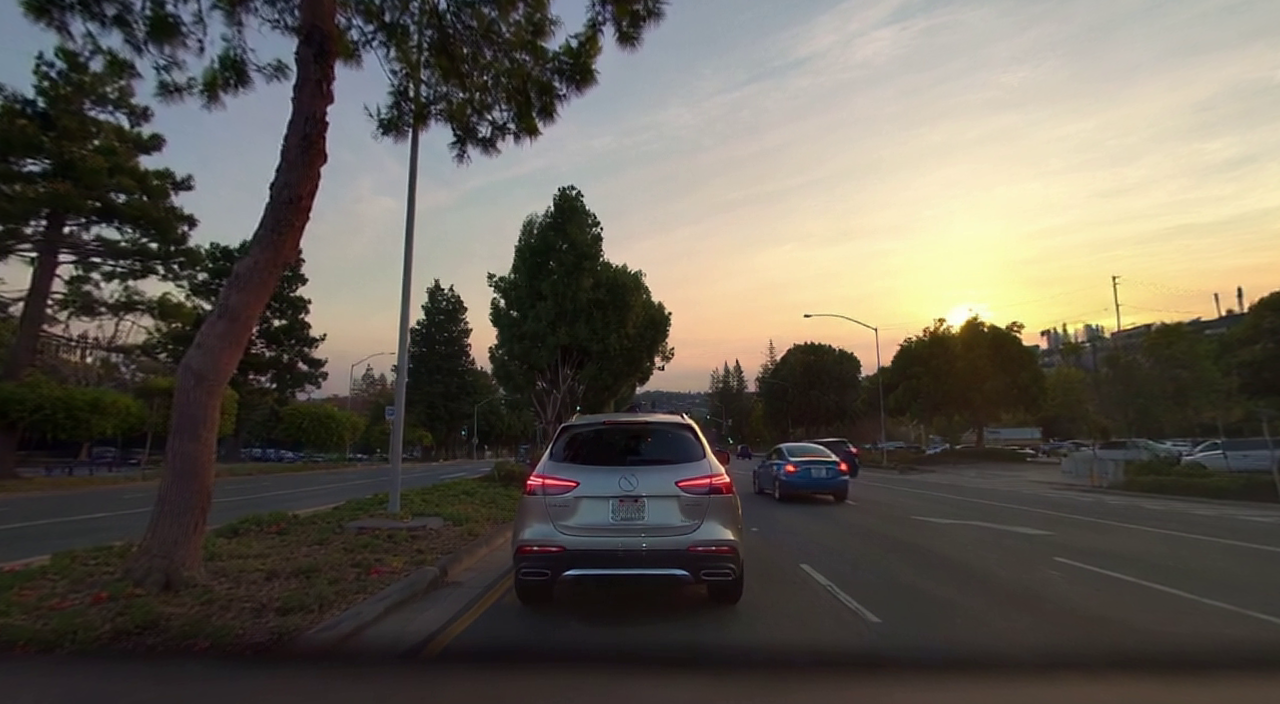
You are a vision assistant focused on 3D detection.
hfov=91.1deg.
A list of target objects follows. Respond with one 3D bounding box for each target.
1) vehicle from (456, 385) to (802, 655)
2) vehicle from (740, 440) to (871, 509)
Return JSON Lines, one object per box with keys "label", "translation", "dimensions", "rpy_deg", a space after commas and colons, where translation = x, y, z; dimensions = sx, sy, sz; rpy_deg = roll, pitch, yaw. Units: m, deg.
{"label": "vehicle", "translation": [-0.084, 1.356, 6.065], "dimensions": [2.172, 1.694, 4.055], "rpy_deg": [0, -8, -1]}
{"label": "vehicle", "translation": [3.919, 2.970, 15.778], "dimensions": [2.058, 1.468, 4.339], "rpy_deg": [0, -8, -1]}
